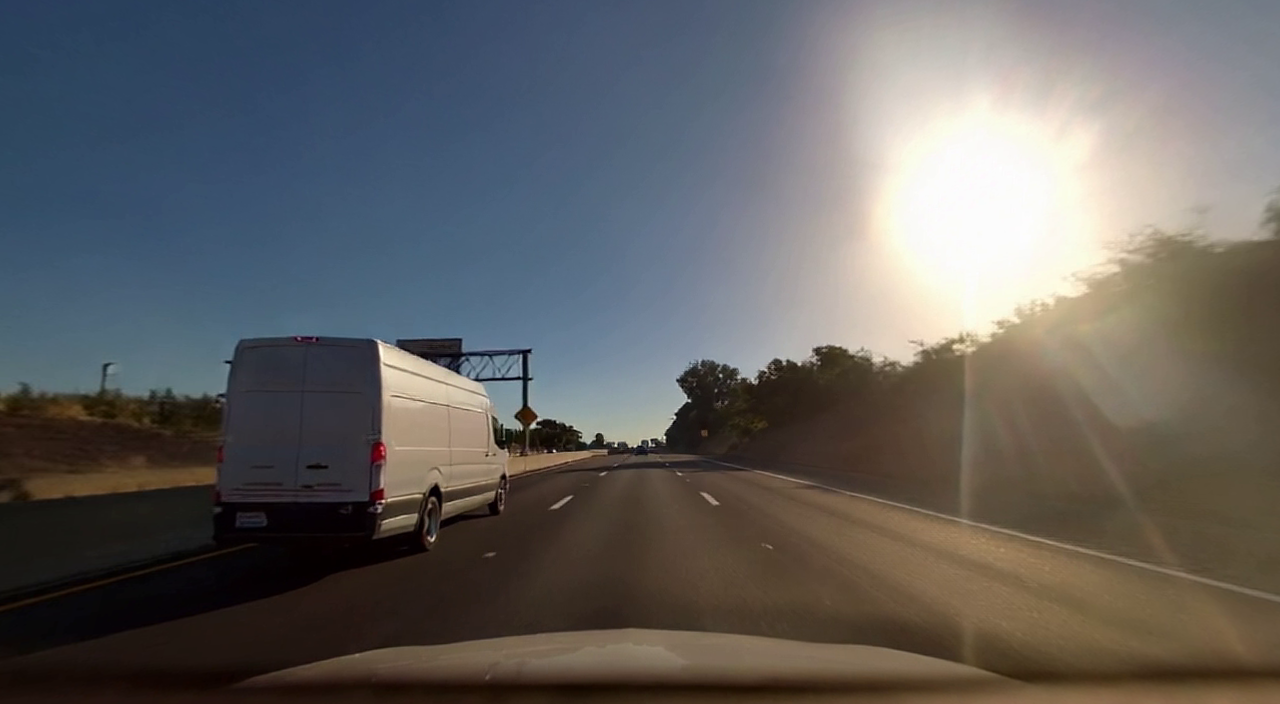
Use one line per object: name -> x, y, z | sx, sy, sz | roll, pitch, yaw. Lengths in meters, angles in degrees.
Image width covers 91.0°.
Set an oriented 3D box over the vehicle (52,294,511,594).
vehicle -> -3.746, 1.238, 8.815 | 2.443, 2.586, 6.701 | 0, -8, 0
